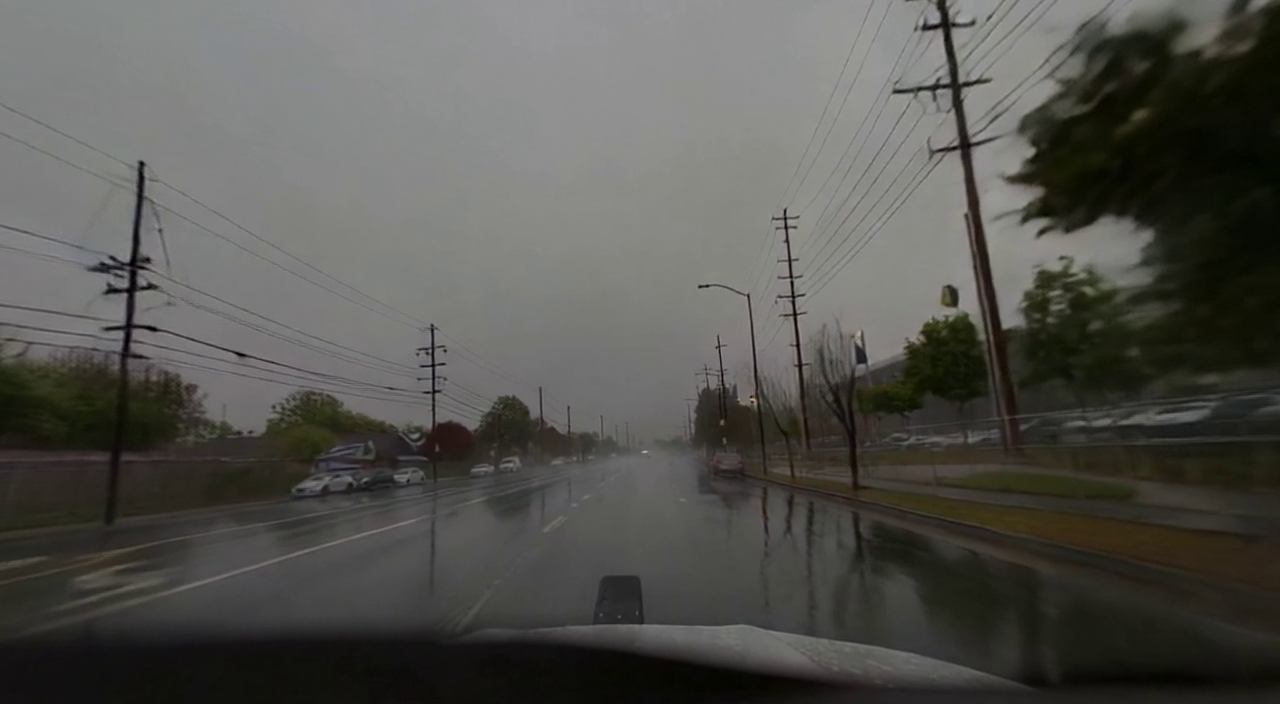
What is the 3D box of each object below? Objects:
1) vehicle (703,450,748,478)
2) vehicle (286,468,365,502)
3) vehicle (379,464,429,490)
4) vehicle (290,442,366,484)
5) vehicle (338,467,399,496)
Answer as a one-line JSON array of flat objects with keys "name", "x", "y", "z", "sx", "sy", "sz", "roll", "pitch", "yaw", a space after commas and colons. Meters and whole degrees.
[{"name": "vehicle", "x": 4.830, "y": 6.405, "z": 36.400, "sx": 2.002, "sy": 1.459, "sz": 4.357, "roll": -1, "pitch": -8, "yaw": 0}, {"name": "vehicle", "x": -17.065, "y": 7.222, "z": 34.591, "sx": 1.892, "sy": 1.515, "sz": 4.622, "roll": -6, "pitch": -10, "yaw": 1}, {"name": "vehicle", "x": -16.912, "y": 8.959, "z": 45.497, "sx": 1.852, "sy": 1.551, "sz": 4.276, "roll": -6, "pitch": -10, "yaw": 0}, {"name": "vehicle", "x": -24.313, "y": 8.678, "z": 49.441, "sx": 4.857, "sy": 2.616, "sz": 2.616, "roll": -3, "pitch": -10, "yaw": -16}, {"name": "vehicle", "x": -17.020, "y": 8.106, "z": 39.900, "sx": 1.845, "sy": 1.450, "sz": 4.457, "roll": -6, "pitch": -10, "yaw": -1}]
